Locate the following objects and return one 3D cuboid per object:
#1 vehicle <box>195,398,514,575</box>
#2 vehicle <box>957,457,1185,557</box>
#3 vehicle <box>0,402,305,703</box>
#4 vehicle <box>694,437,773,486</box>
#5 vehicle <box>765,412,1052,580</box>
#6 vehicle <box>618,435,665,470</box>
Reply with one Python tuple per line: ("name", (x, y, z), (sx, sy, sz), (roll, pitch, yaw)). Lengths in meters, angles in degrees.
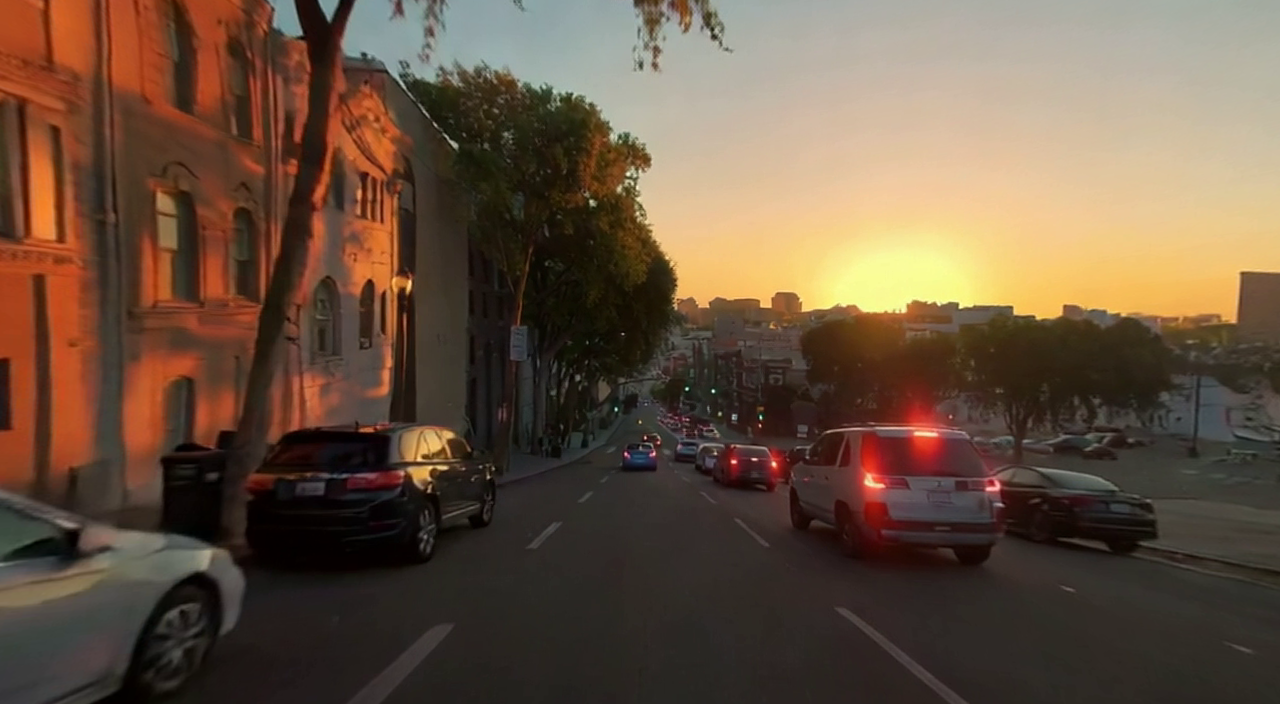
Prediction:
("vehicle", (-3.260, 1.638, 8.461), (2.128, 1.725, 4.471), (0, -8, 1))
("vehicle", (8.824, 3.133, 13.431), (1.893, 1.663, 4.257), (0, -8, 1))
("vehicle", (-3.146, 0.860, 1.840), (1.926, 1.456, 4.313), (0, -8, 0))
("vehicle", (3.076, 3.682, 21.549), (1.966, 1.475, 4.528), (0, -8, -1))
("vehicle", (3.230, 1.815, 8.806), (2.002, 1.707, 4.547), (0, -8, 0))
("vehicle", (0.081, 4.620, 29.030), (2.007, 1.460, 3.923), (0, -8, 0))
